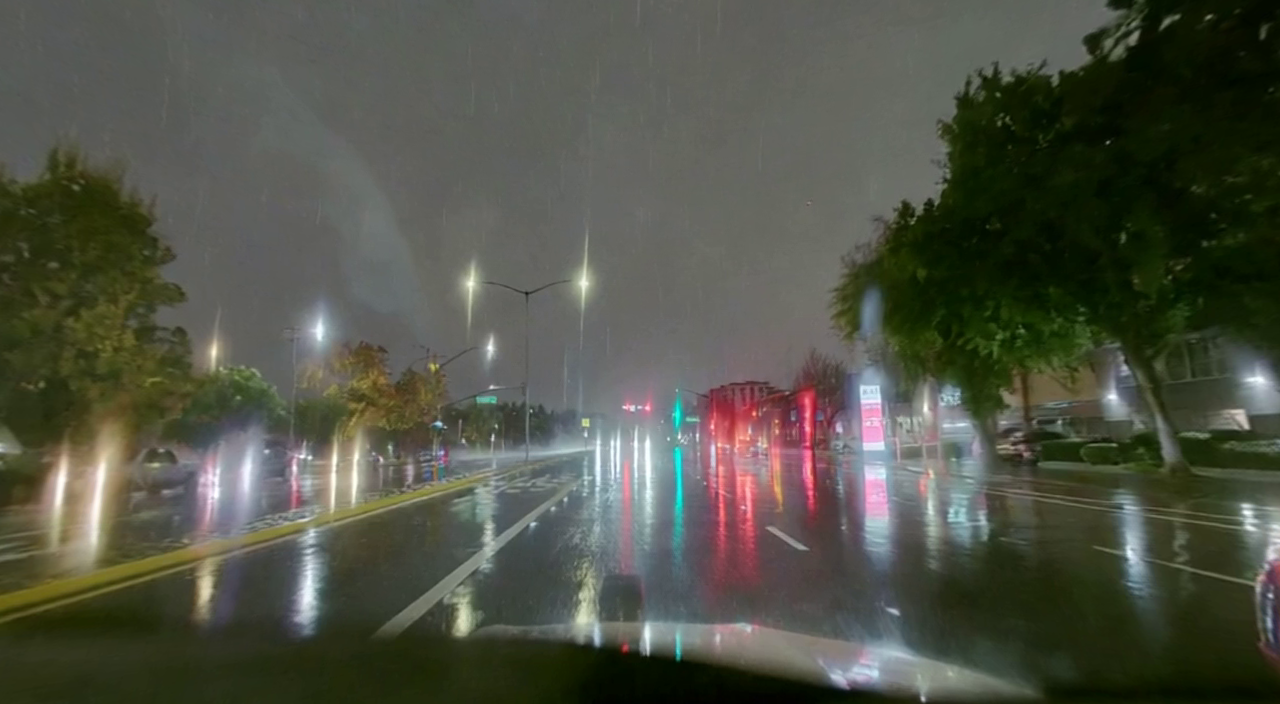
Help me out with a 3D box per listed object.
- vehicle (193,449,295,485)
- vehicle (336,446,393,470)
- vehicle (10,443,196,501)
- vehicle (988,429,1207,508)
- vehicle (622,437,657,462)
[{"bbox_3d":[-17.956,5.190,28.908,1.824,1.453,4.433,0,-8,-1],"label":"vehicle"},{"bbox_3d":[-18.028,6.948,41.535,1.865,1.460,4.693,0,-8,-3],"label":"vehicle"},{"bbox_3d":[-18.166,4.026,21.757,1.979,1.770,4.703,-1,-8,5],"label":"vehicle"},{"bbox_3d":[9.898,2.532,14.163,1.824,1.483,4.003,0,-8,-1],"label":"vehicle"},{"bbox_3d":[-0.048,6.149,39.914,2.097,1.480,4.006,0,-8,0],"label":"vehicle"}]
